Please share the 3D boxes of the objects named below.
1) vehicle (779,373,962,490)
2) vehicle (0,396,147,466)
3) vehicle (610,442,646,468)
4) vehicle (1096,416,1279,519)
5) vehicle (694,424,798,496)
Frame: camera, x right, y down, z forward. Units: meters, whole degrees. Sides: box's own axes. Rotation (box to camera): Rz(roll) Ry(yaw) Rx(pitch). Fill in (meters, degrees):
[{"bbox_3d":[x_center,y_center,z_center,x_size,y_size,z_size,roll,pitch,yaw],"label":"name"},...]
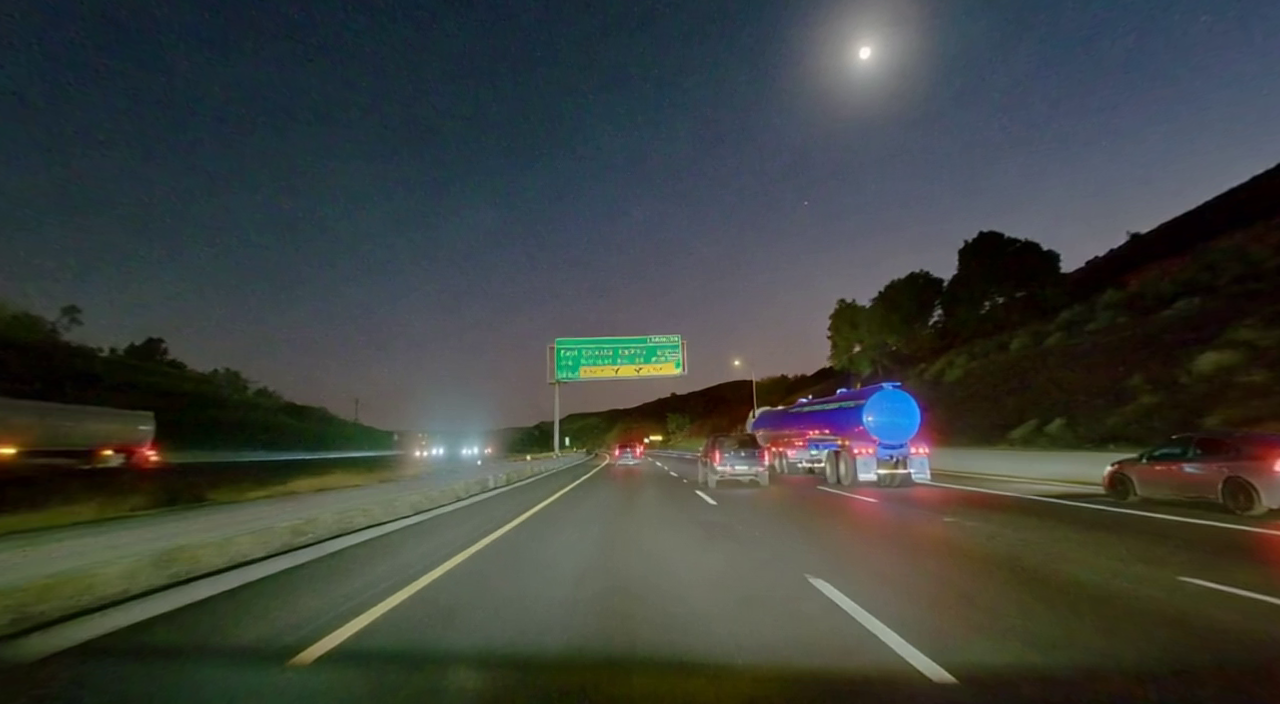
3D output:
[{"bbox_3d":[7.479,2.933,22.526,2.805,3.212,9.978,0,-9,0],"label":"vehicle"},{"bbox_3d":[-39.065,5.077,39.961,2.874,4.080,16.500,0,-9,-1],"label":"vehicle"},{"bbox_3d":[-0.724,6.217,38.189,2.083,1.477,3.965,0,-9,-1],"label":"vehicle"},{"bbox_3d":[11.199,2.073,11.654,2.008,1.624,4.667,0,-9,-1],"label":"vehicle"},{"bbox_3d":[2.898,3.096,18.433,2.098,1.794,4.561,0,-9,-2],"label":"vehicle"}]
